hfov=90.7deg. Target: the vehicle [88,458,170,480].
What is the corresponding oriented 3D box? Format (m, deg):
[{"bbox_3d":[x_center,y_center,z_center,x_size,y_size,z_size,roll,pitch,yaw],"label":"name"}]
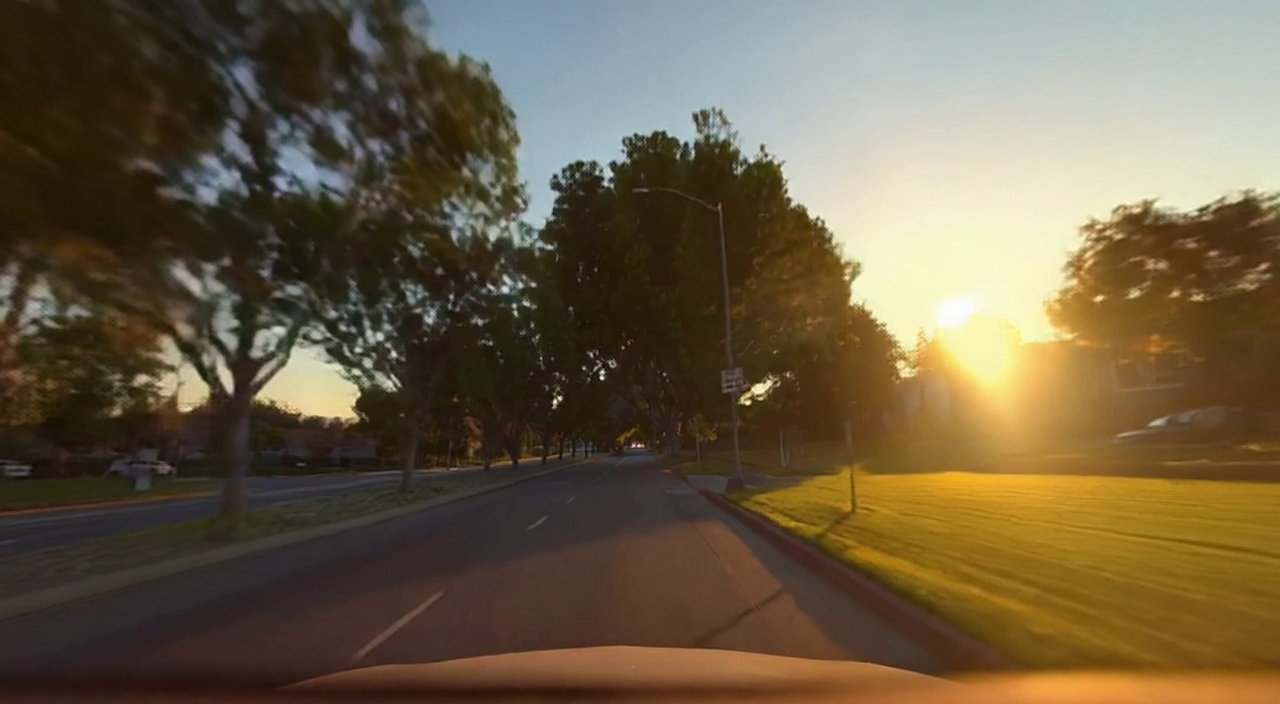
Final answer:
[{"bbox_3d":[-36.450,8.364,45.236,4.213,1.431,1.812,0,-8,-1],"label":"vehicle"}]
